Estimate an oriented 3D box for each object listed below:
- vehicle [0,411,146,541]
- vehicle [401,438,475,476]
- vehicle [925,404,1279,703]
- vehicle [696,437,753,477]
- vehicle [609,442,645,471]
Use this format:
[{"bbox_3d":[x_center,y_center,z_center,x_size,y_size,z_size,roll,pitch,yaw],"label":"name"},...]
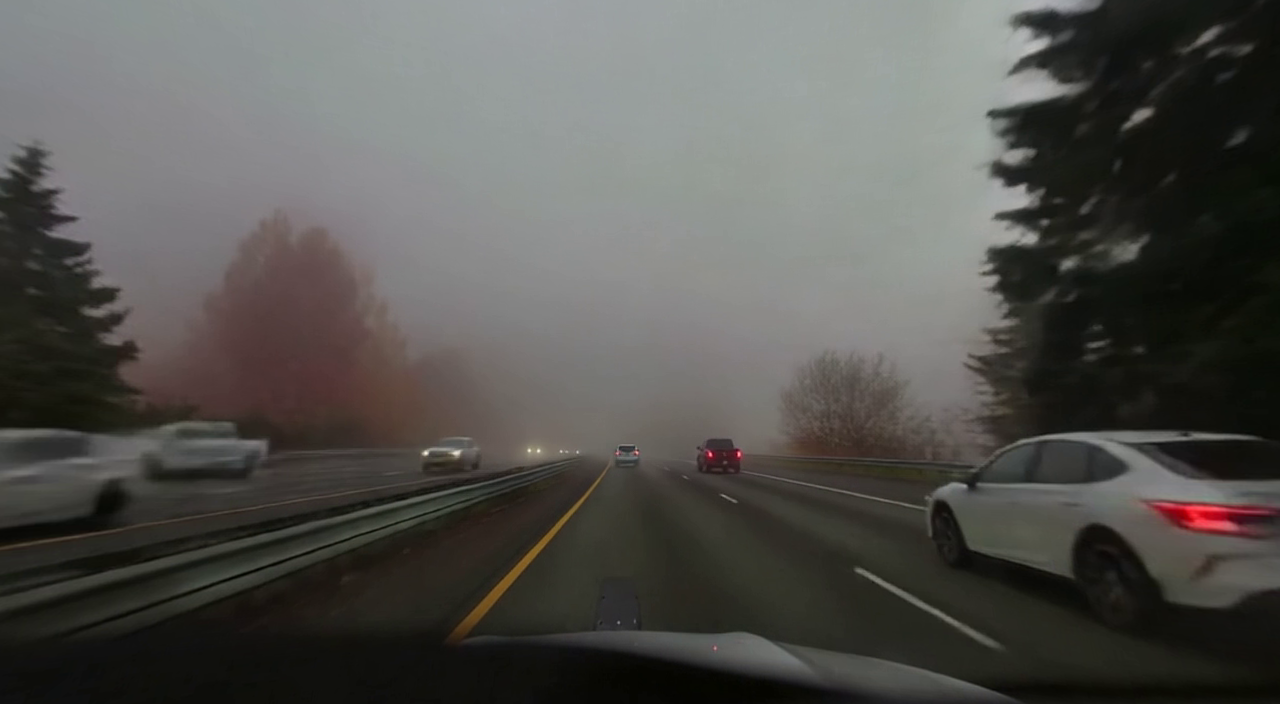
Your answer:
[{"bbox_3d":[-8.314,1.463,7.366,1.840,1.487,3.872,0,-9,0],"label":"vehicle"},{"bbox_3d":[-8.686,4.565,27.325,1.938,1.501,3.908,-1,-9,0],"label":"vehicle"},{"bbox_3d":[4.116,1.281,4.808,1.968,1.513,3.911,0,-9,0],"label":"vehicle"},{"bbox_3d":[3.881,4.913,29.528,1.982,1.745,4.151,0,-9,-1],"label":"vehicle"},{"bbox_3d":[-0.810,6.675,40.150,2.151,1.693,4.201,0,-9,-1],"label":"vehicle"}]
